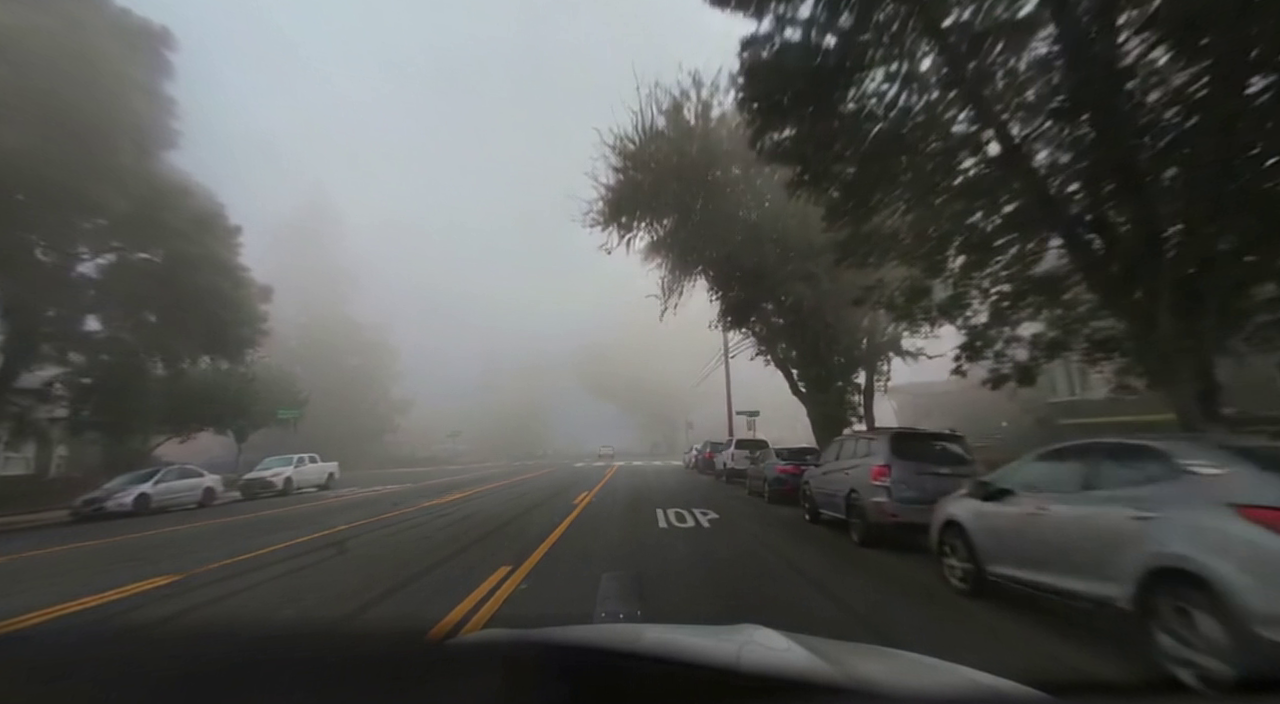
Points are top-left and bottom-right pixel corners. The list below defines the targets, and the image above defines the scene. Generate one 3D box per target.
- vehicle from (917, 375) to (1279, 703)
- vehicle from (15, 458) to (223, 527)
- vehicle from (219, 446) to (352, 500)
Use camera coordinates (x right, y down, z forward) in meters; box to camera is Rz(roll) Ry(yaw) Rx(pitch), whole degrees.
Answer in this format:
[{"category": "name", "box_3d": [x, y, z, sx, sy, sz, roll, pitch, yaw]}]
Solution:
[{"category": "vehicle", "box_3d": [3.855, 1.167, 4.231, 1.847, 1.687, 4.554, 0, -9, -1]}, {"category": "vehicle", "box_3d": [-13.678, 3.663, 17.034, 1.909, 1.496, 4.421, 0, -9, -2]}, {"category": "vehicle", "box_3d": [-13.776, 4.692, 25.088, 2.229, 1.878, 5.540, 1, -9, -2]}]
